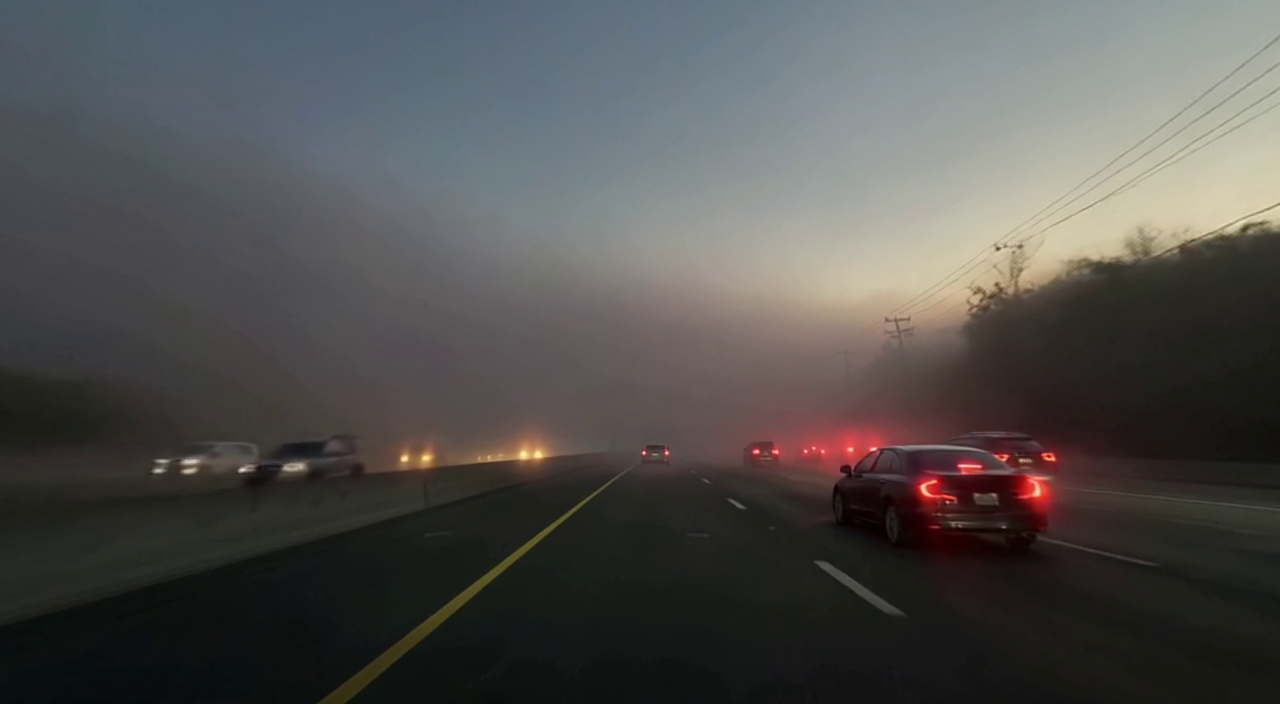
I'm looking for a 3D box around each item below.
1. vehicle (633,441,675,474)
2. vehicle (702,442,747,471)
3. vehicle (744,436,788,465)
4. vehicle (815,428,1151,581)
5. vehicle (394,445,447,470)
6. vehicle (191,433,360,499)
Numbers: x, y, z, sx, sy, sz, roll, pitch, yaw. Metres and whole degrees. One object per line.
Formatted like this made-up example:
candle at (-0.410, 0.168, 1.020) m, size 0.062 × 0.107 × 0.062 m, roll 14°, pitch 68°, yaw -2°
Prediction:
vehicle at (0.721, 5.422, 32.692) m, size 2.042 × 1.581 × 3.769 m, roll 0°, pitch -8°, yaw 1°
vehicle at (4.535, 5.670, 34.321) m, size 1.936 × 1.465 × 4.060 m, roll 0°, pitch -8°, yaw 0°
vehicle at (8.393, 6.615, 42.504) m, size 2.041 × 1.821 × 4.562 m, roll 0°, pitch -8°, yaw 1°
vehicle at (3.965, 1.818, 8.416) m, size 1.986 × 1.478 × 4.429 m, roll 0°, pitch -8°, yaw 0°
vehicle at (-16.266, 7.811, 47.032) m, size 2.048 × 1.727 × 4.903 m, roll 0°, pitch -8°, yaw 2°
vehicle at (-10.101, 3.175, 18.001) m, size 1.984 × 1.635 × 4.525 m, roll 0°, pitch -8°, yaw 2°
